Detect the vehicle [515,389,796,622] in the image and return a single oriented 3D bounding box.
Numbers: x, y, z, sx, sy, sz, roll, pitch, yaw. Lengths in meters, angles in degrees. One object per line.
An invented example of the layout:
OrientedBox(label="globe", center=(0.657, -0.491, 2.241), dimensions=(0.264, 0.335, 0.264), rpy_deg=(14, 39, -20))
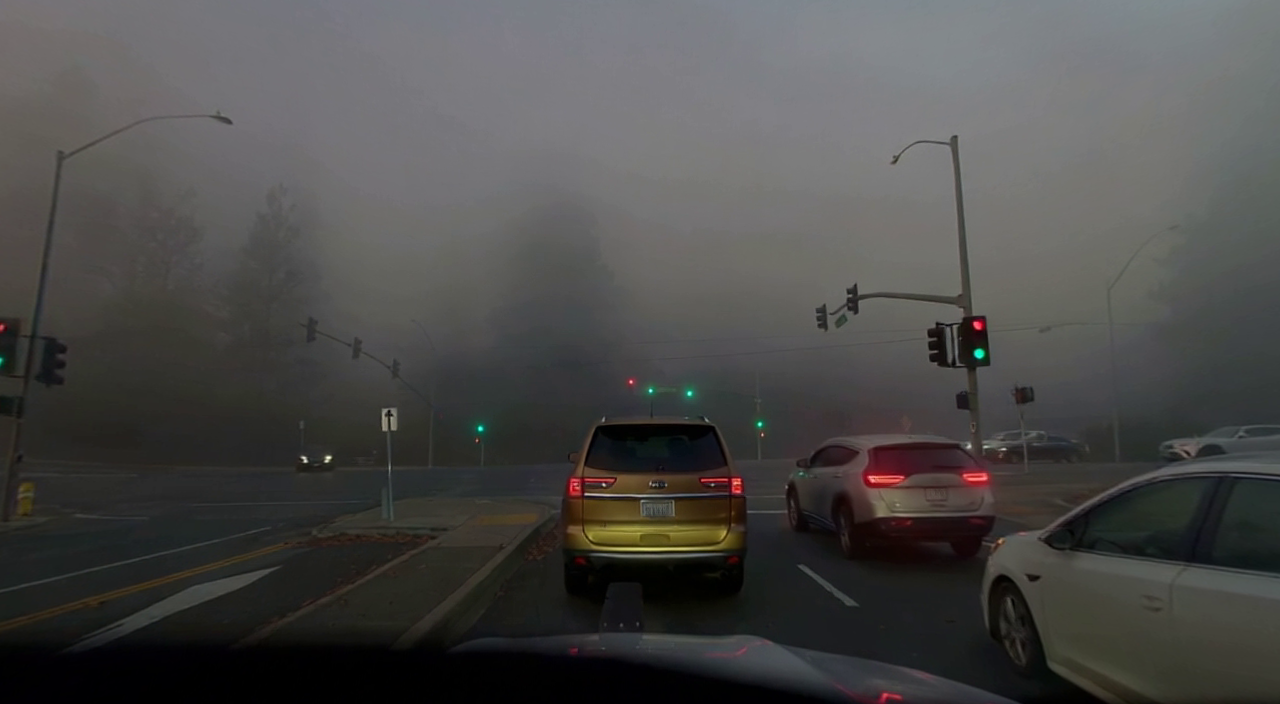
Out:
OrientedBox(label="vehicle", center=(0.116, 1.520, 7.209), dimensions=(2.170, 1.793, 4.468), rpy_deg=(0, -8, 0))

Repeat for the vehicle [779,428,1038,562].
OrientedBox(label="vehicle", center=(3.514, 1.928, 9.318), dimensions=(1.861, 1.495, 4.215), rpy_deg=(0, -8, -2))

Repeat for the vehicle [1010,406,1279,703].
OrientedBox(label="vehicle", center=(3.152, 0.823, 1.470), dimensions=(1.924, 1.466, 4.461), rpy_deg=(0, -8, 1))
